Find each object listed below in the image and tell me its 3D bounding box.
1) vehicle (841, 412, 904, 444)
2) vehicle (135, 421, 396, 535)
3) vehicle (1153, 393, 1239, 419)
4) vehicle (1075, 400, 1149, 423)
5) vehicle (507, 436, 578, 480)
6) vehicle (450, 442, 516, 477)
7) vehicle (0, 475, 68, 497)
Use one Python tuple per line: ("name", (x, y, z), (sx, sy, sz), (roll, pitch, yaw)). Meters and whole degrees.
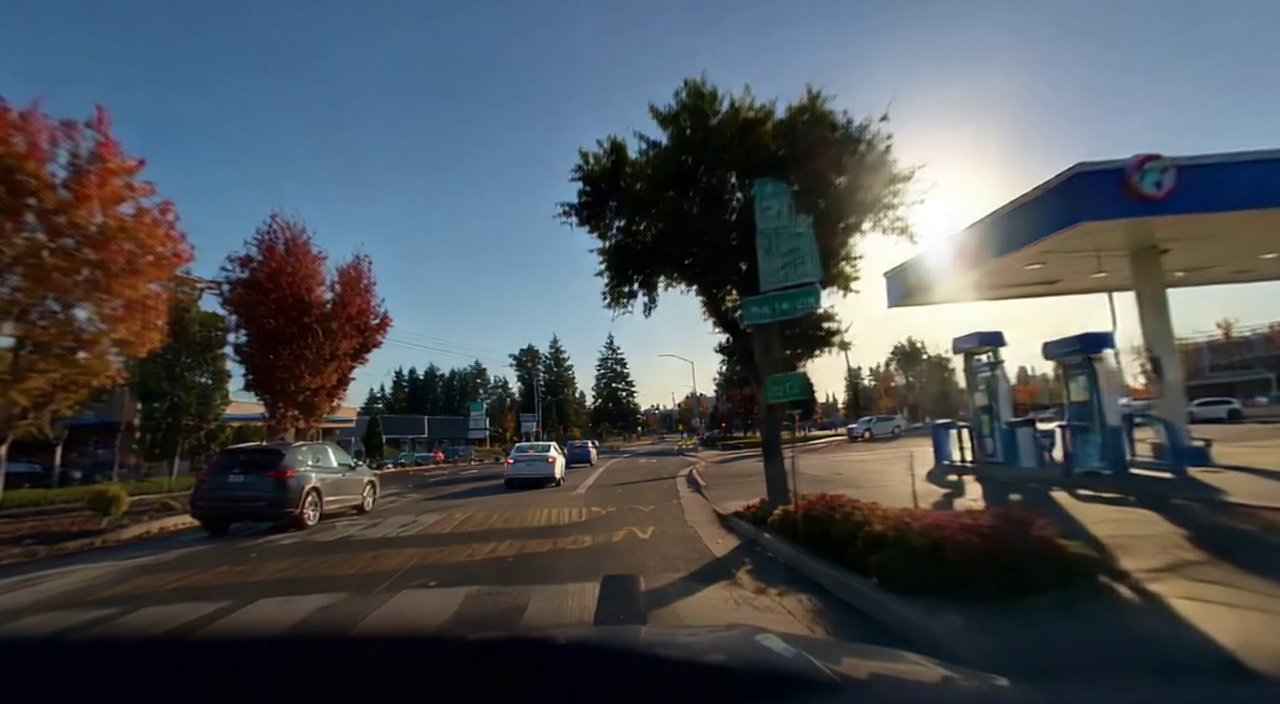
("vehicle", (17.075, 5.702, 46.610), (2.322, 2.152, 5.668), (-1, -8, -2))
("vehicle", (-6.805, 2.341, 12.278), (2.102, 1.774, 4.662), (0, -9, 1))
("vehicle", (42.322, 4.171, 48.089), (1.985, 1.630, 5.151), (-2, -9, 3))
("vehicle", (35.962, 4.617, 48.132), (1.816, 1.452, 4.698), (-6, -7, -2))
("vehicle", (-3.743, 4.180, 24.931), (2.060, 1.580, 3.980), (0, -9, 2))
("vehicle", (-7.201, 4.963, 29.320), (1.875, 1.479, 4.558), (0, -9, 0))
("vehicle", (-46.181, 10.071, 47.223), (4.384, 1.490, 2.031), (-1, -10, 0))
